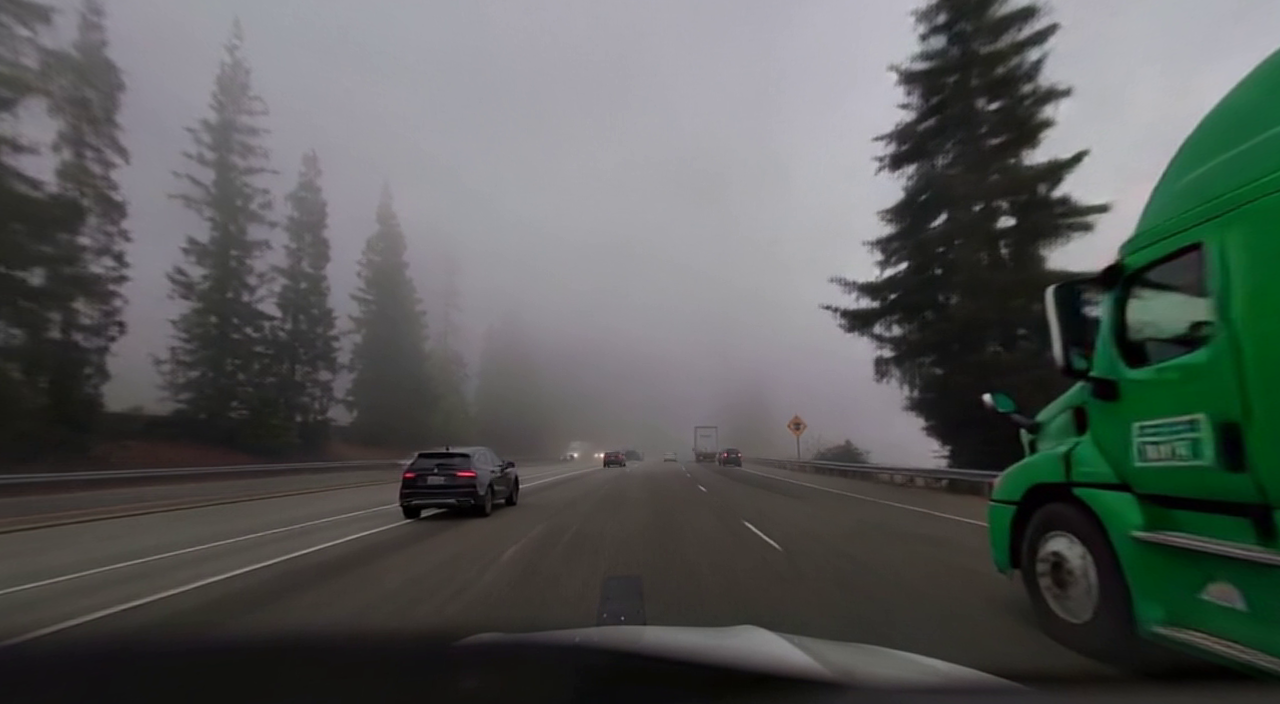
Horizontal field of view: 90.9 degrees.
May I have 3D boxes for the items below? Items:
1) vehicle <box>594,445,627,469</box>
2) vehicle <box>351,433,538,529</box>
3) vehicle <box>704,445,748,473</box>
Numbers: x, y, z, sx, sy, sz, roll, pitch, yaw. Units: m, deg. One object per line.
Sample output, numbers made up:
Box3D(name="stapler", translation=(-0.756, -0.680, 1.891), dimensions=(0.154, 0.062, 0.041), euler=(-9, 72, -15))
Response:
Box3D(name="vehicle", translation=(-2.135, 7.796, 47.047), dimensions=(2.017, 1.683, 4.309), euler=(0, -9, 3))
Box3D(name="vehicle", translation=(-3.535, 2.455, 12.572), dimensions=(2.085, 1.530, 4.809), euler=(0, -9, 1))
Box3D(name="vehicle", translation=(5.077, 6.386, 37.711), dimensions=(2.176, 1.598, 3.878), euler=(0, -9, 1))
